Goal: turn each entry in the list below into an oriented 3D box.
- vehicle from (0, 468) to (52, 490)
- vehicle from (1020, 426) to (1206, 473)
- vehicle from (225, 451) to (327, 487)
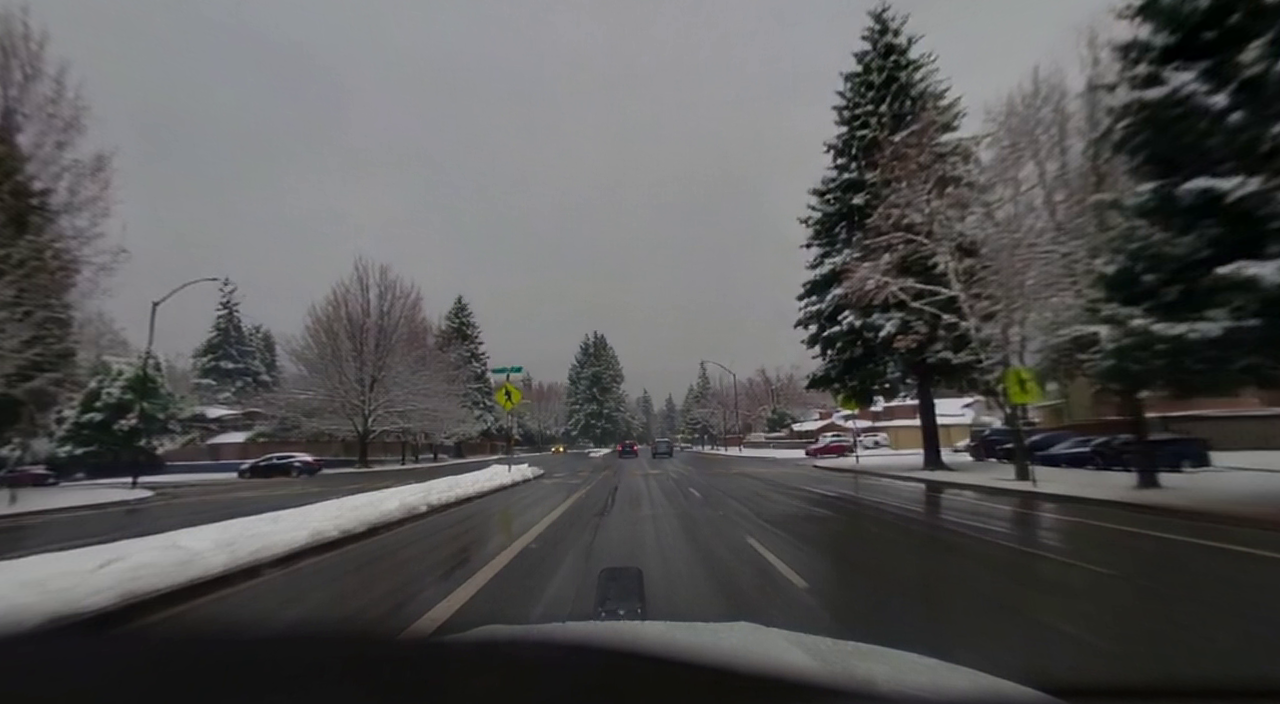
[{"bbox_3d":[-48.211,9.770,48.480,1.752,1.487,4.464,-2,-8,1],"label":"vehicle"},{"bbox_3d":[16.317,3.412,22.062,4.719,1.513,1.899,-2,-9,10],"label":"vehicle"},{"bbox_3d":[-20.327,6.531,35.412,4.534,1.724,1.952,-3,-9,1],"label":"vehicle"}]
